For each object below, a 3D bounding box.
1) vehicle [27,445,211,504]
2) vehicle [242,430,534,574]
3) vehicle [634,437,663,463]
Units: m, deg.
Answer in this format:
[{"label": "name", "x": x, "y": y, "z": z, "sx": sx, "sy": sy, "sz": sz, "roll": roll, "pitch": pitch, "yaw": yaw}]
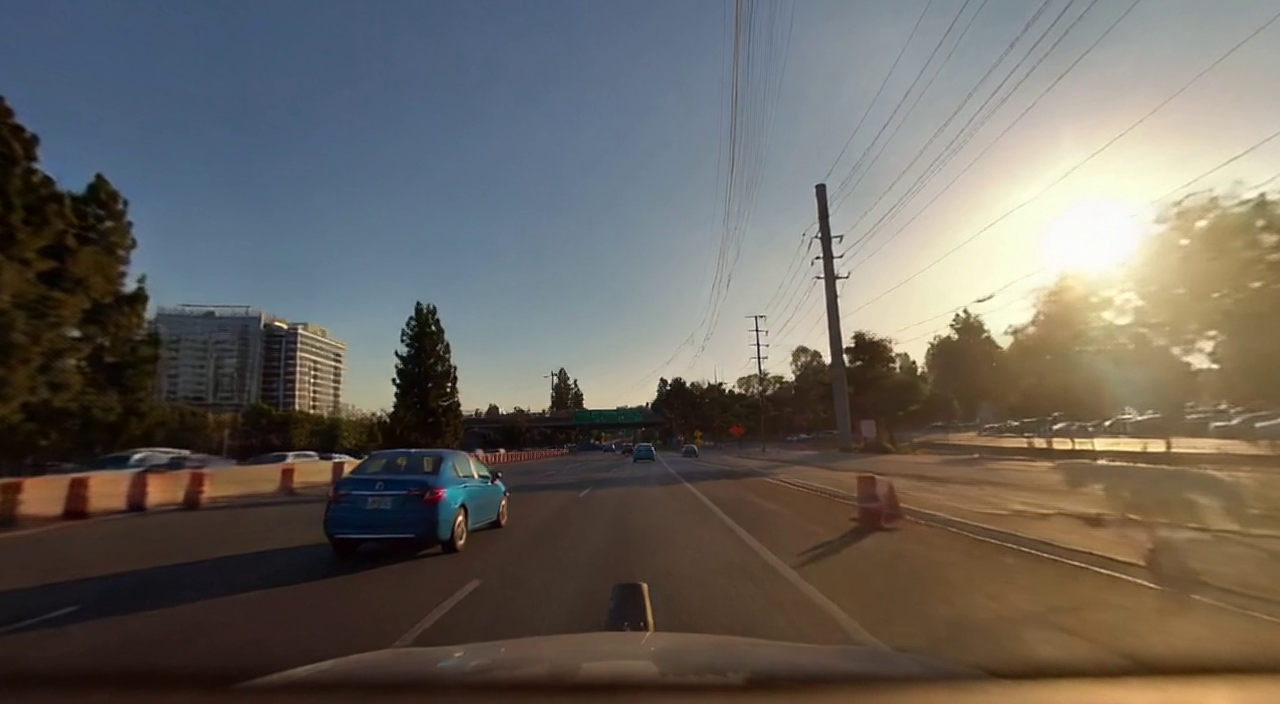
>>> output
[{"label": "vehicle", "x": -17.892, "y": 4.191, "z": 22.120, "sx": 2.178, "sy": 1.810, "sz": 5.012, "roll": 0, "pitch": -9, "yaw": 0}, {"label": "vehicle", "x": -3.046, "y": 1.935, "z": 9.047, "sx": 2.087, "sy": 1.480, "sz": 4.825, "roll": 0, "pitch": -9, "yaw": 1}, {"label": "vehicle", "x": 0.580, "y": 7.220, "z": 46.438, "sx": 2.060, "sy": 1.845, "sz": 4.151, "roll": 0, "pitch": -9, "yaw": 0}]
